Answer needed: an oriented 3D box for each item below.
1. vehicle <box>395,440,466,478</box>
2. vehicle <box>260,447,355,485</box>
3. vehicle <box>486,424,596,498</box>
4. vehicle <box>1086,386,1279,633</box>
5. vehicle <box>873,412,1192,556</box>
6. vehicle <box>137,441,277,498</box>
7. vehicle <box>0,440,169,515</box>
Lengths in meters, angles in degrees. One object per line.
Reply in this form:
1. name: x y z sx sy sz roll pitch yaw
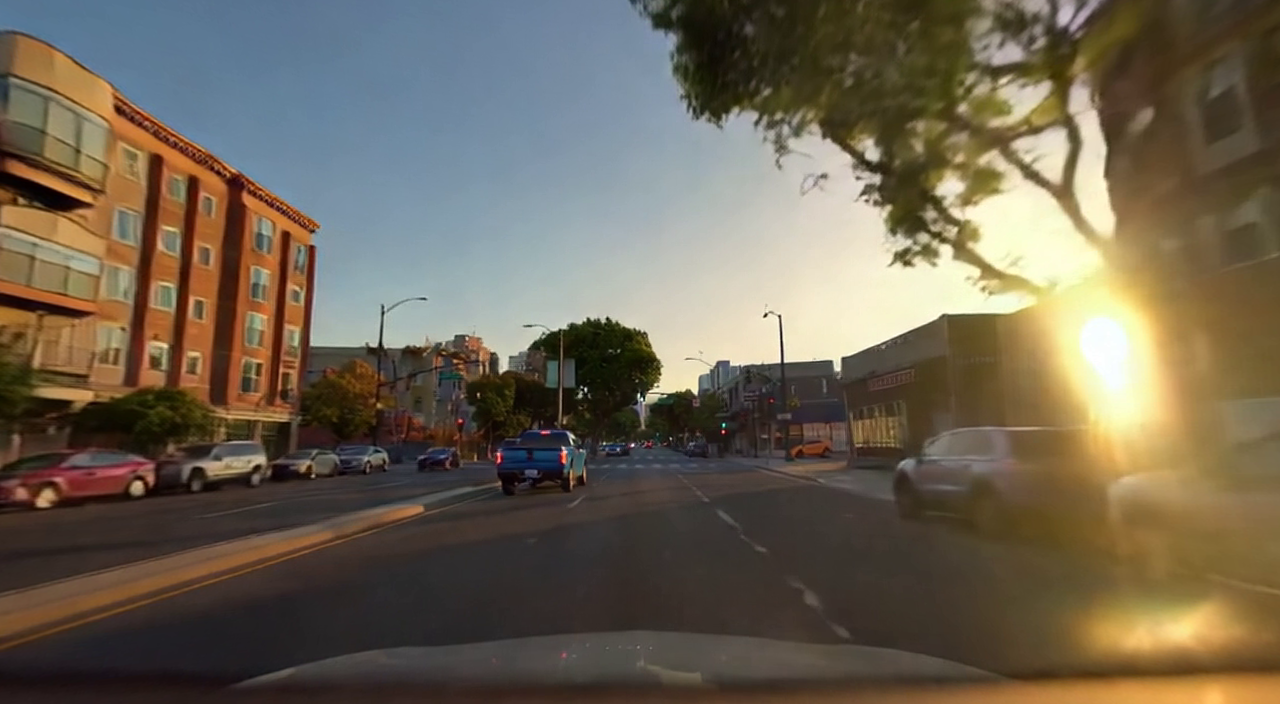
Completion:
1. vehicle: -9.932 5.095 30.235 1.894 1.636 4.057 0 -9 1
2. vehicle: -16.014 5.489 30.697 2.100 1.596 4.739 -2 -9 0
3. vehicle: -2.613 3.078 18.131 2.197 1.786 5.365 0 -9 1
4. vehicle: 5.819 1.112 4.286 2.043 1.841 4.842 0 -9 1
5. vehicle: 5.875 2.041 10.470 2.137 1.795 4.854 0 -9 0
6. vehicle: -15.973 4.309 23.657 1.948 1.827 4.730 -2 -8 0
7. vehicle: -16.170 3.463 17.905 1.928 1.824 4.664 0 -9 0
